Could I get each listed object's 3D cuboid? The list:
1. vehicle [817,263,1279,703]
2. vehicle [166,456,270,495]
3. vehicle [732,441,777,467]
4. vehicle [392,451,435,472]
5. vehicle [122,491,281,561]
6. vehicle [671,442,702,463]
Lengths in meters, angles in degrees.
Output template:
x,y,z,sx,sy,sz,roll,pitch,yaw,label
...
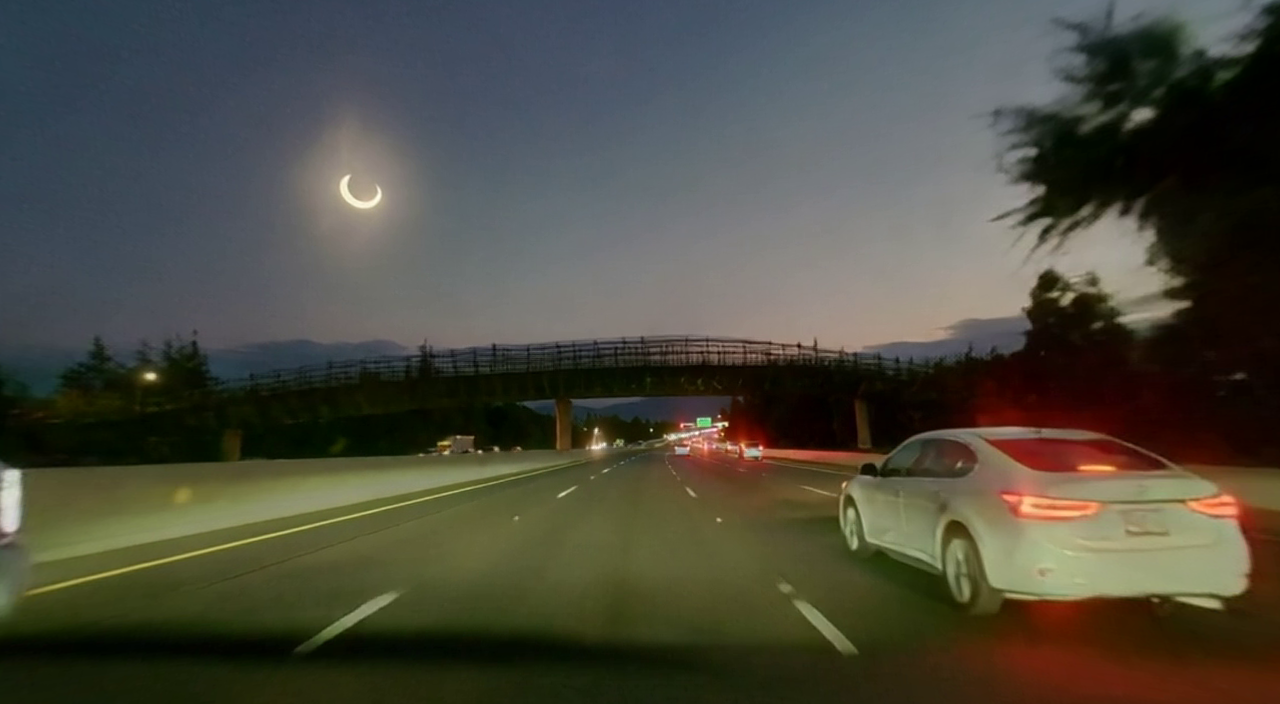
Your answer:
x,y,z,sx,sy,sz,roll,pitch,yaw,label
3.728,1.090,5.346,2.693,2.044,5.882,0,-9,-1,vehicle
-18.243,5.329,27.564,1.806,1.536,3.839,0,-9,1,vehicle
7.134,6.397,39.649,1.989,1.529,4.375,0,-9,0,vehicle
-17.464,8.428,48.879,1.851,1.546,3.900,0,-9,1,vehicle
-13.582,5.371,20.003,1.851,1.460,4.715,-2,-8,-3,vehicle
3.430,7.543,47.390,1.981,1.471,4.342,0,-9,1,vehicle
